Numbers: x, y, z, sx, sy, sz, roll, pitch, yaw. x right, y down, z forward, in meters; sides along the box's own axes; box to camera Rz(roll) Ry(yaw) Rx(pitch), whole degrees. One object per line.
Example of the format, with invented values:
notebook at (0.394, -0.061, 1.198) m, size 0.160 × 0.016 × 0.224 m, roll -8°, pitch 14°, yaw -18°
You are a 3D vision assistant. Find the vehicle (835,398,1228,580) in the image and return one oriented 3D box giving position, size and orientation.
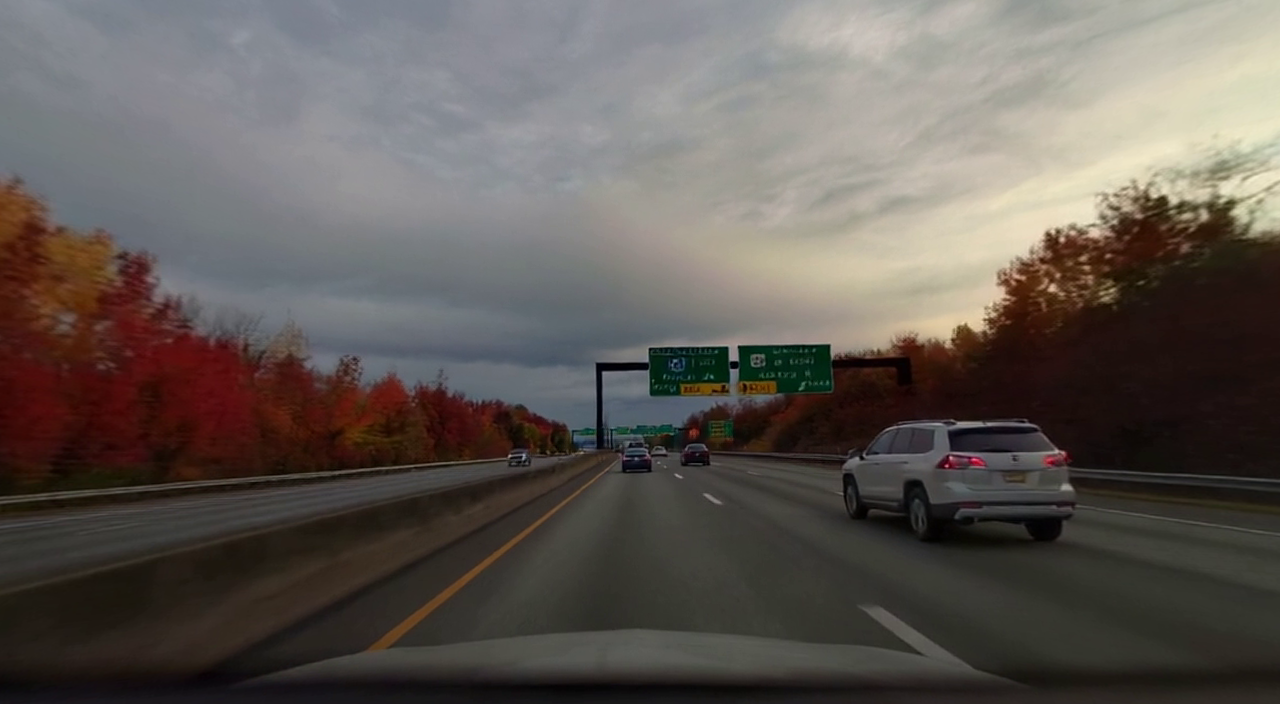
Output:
vehicle at (4.453, 1.648, 8.262) m, size 2.250 × 1.718 × 4.358 m, roll 0°, pitch -9°, yaw -1°

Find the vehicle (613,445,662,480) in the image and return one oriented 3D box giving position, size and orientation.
vehicle at (-0.150, 4.837, 27.682) m, size 2.037 × 1.418 × 3.793 m, roll 0°, pitch -9°, yaw -1°

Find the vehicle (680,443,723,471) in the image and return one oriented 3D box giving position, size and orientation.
vehicle at (3.528, 6.081, 36.532) m, size 1.959 × 1.528 × 4.207 m, roll 0°, pitch -9°, yaw -1°
